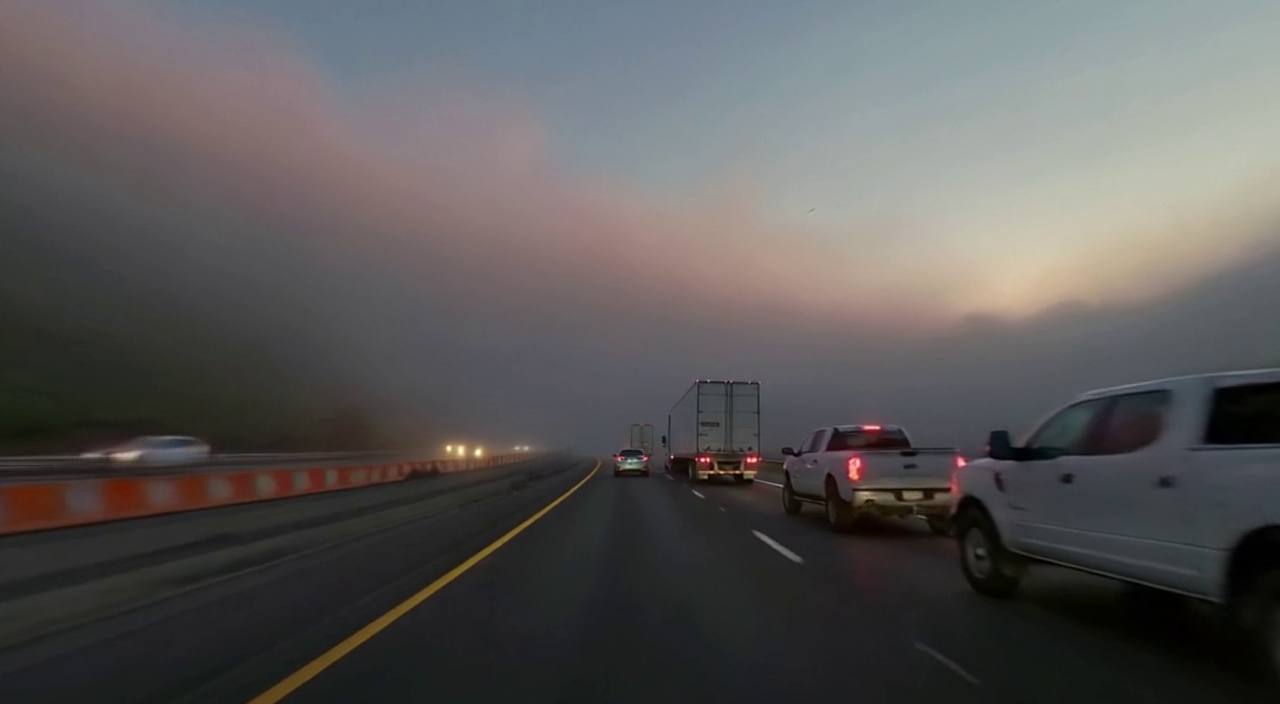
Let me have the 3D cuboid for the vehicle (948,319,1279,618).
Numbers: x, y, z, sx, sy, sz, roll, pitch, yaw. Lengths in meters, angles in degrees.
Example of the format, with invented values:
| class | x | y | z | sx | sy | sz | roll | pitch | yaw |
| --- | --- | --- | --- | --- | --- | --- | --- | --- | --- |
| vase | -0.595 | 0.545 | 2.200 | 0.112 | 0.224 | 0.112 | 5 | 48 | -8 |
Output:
| class | x | y | z | sx | sy | sz | roll | pitch | yaw |
| --- | --- | --- | --- | --- | --- | --- | --- | --- | --- |
| vehicle | 4.094 | 0.744 | 4.191 | 1.873 | 1.465 | 4.264 | 0 | -9 | -1 |

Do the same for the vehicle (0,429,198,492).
| class | x | y | z | sx | sy | sz | roll | pitch | yaw |
| --- | --- | --- | --- | --- | --- | --- | --- | --- | --- |
| vehicle | -14.988 | 3.033 | 17.822 | 1.984 | 1.558 | 4.164 | 0 | -9 | -1 |

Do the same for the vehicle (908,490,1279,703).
| class | x | y | z | sx | sy | sz | roll | pitch | yaw |
| --- | --- | --- | --- | --- | --- | --- | --- | --- | --- |
| vehicle | 4.072 | 1.599 | 4.301 | 2.129 | 0.956 | 5.390 | 0 | -9 | 0 |

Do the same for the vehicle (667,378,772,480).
| class | x | y | z | sx | sy | sz | roll | pitch | yaw |
| --- | --- | --- | --- | --- | --- | --- | --- | --- | --- |
| vehicle | 3.504 | 4.207 | 32.672 | 2.911 | 4.099 | 14.578 | 0 | -9 | -2 |

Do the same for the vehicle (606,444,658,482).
| class | x | y | z | sx | sy | sz | roll | pitch | yaw |
| --- | --- | --- | --- | --- | --- | --- | --- | --- | --- |
| vehicle | -0.382 | 4.636 | 26.541 | 2.029 | 1.437 | 3.794 | 0 | -9 | -2 |

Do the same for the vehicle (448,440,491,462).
| class | x | y | z | sx | sy | sz | roll | pitch | yaw |
| --- | --- | --- | --- | --- | --- | --- | --- | --- | --- |
| vehicle | -12.396 | 7.217 | 45.993 | 2.149 | 1.455 | 3.690 | 0 | -9 | -1 |

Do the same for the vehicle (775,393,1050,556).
| class | x | y | z | sx | sy | sz | roll | pitch | yaw |
| --- | --- | --- | --- | --- | --- | --- | --- | --- | --- |
| vehicle | 3.884 | 1.895 | 10.365 | 2.034 | 1.968 | 5.221 | 0 | -9 | -2 |
